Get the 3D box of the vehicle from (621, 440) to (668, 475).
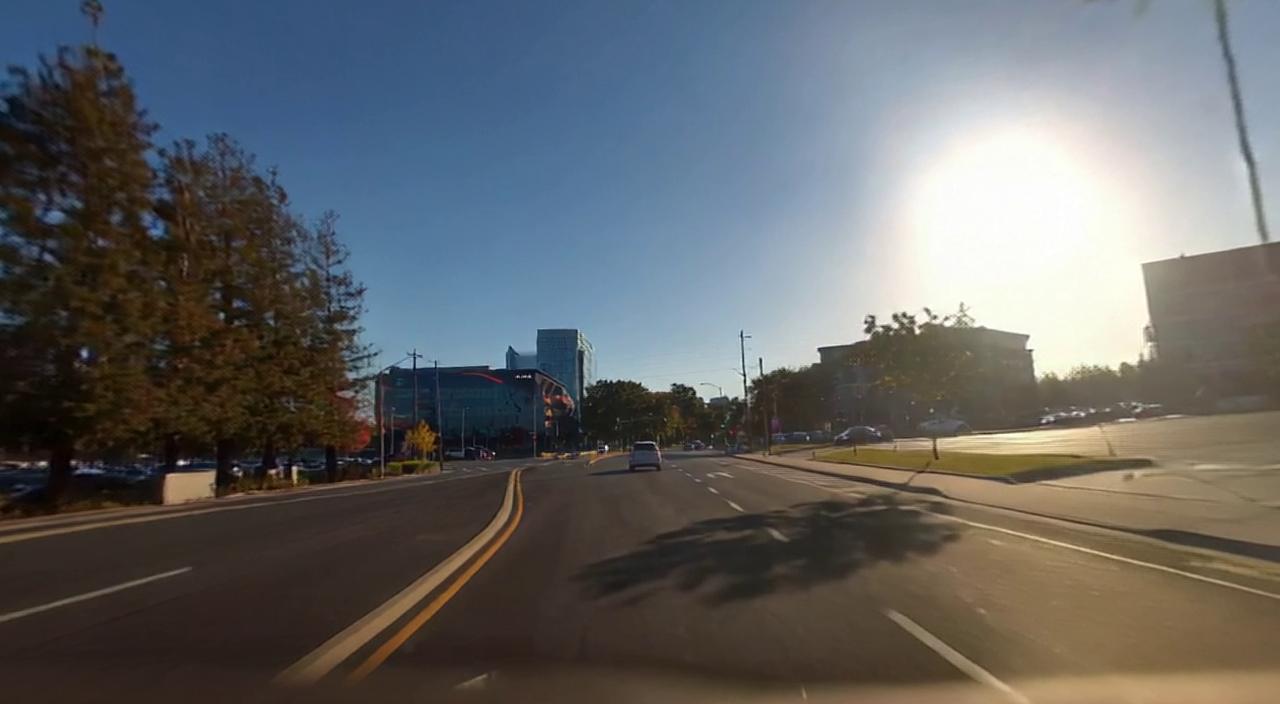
[{"bbox_3d":[0.223,5.255,31.649,2.181,1.639,4.127,0,-9,0],"label":"vehicle"}]
